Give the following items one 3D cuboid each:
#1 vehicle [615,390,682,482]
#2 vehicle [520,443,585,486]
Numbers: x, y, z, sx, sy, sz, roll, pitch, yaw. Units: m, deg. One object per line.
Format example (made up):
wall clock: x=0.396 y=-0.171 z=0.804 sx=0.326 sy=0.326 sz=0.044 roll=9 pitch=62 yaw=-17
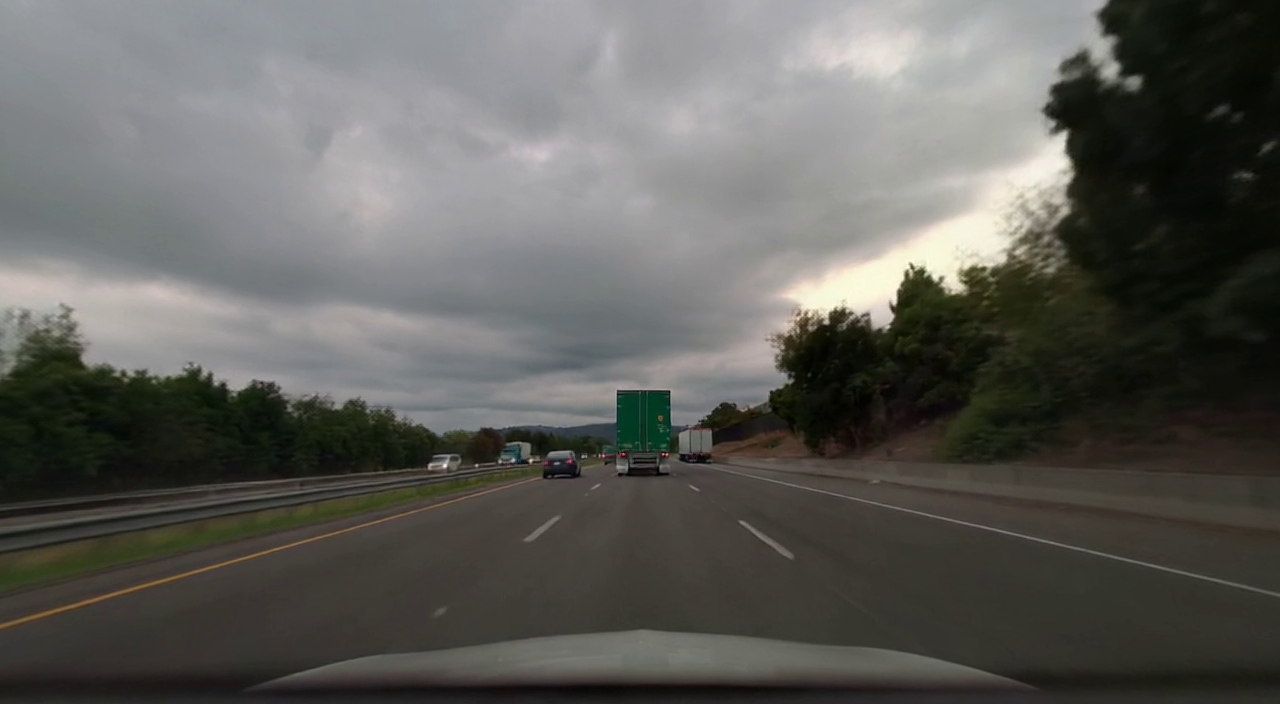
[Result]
vehicle: x=0.296 y=4.554 z=33.372 sx=2.932 sy=4.042 sz=11.054 roll=0 pitch=-9 yaw=-1
vehicle: x=-3.598 y=4.737 z=26.896 sx=2.173 sy=1.657 sz=4.401 roll=0 pitch=-9 yaw=-1
